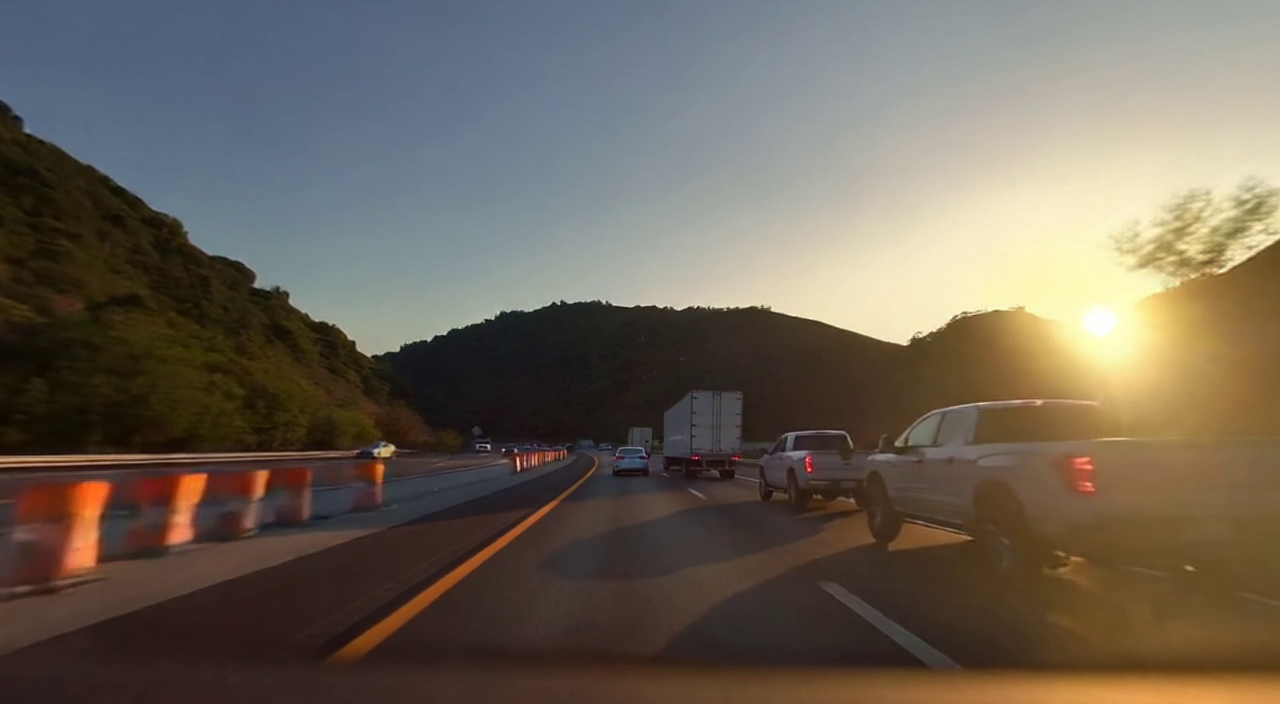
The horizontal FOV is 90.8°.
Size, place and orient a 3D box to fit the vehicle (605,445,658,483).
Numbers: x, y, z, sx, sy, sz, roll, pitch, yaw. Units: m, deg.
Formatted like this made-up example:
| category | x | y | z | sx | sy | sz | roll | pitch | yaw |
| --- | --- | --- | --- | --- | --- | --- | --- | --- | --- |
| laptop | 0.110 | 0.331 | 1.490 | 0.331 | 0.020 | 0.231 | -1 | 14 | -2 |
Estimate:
| category | x | y | z | sx | sy | sz | roll | pitch | yaw |
| --- | --- | --- | --- | --- | --- | --- | --- | --- | --- |
| vehicle | -0.394 | 4.593 | 26.162 | 2.029 | 1.437 | 3.794 | 0 | -9 | -2 |

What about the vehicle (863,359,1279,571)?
| category | x | y | z | sx | sy | sz | roll | pitch | yaw |
| --- | --- | --- | --- | --- | --- | --- | --- | --- | --- |
| vehicle | 4.069 | 1.104 | 6.543 | 1.873 | 1.465 | 4.264 | 0 | -9 | -1 |

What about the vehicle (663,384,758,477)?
| category | x | y | z | sx | sy | sz | roll | pitch | yaw |
| --- | --- | --- | --- | --- | --- | --- | --- | --- | --- |
| vehicle | 3.392 | 4.602 | 35.230 | 2.911 | 4.099 | 14.578 | 0 | -9 | -3 |

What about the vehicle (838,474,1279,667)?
| category | x | y | z | sx | sy | sz | roll | pitch | yaw |
| --- | --- | --- | --- | --- | --- | --- | --- | --- | --- |
| vehicle | 4.028 | 1.866 | 6.598 | 2.129 | 0.956 | 5.390 | 0 | -9 | -1 |

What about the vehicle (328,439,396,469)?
| category | x | y | z | sx | sy | sz | roll | pitch | yaw |
| --- | --- | --- | --- | --- | --- | --- | --- | --- | --- |
| vehicle | -15.581 | 5.749 | 35.620 | 1.984 | 1.558 | 4.164 | 0 | -9 | -1 |
